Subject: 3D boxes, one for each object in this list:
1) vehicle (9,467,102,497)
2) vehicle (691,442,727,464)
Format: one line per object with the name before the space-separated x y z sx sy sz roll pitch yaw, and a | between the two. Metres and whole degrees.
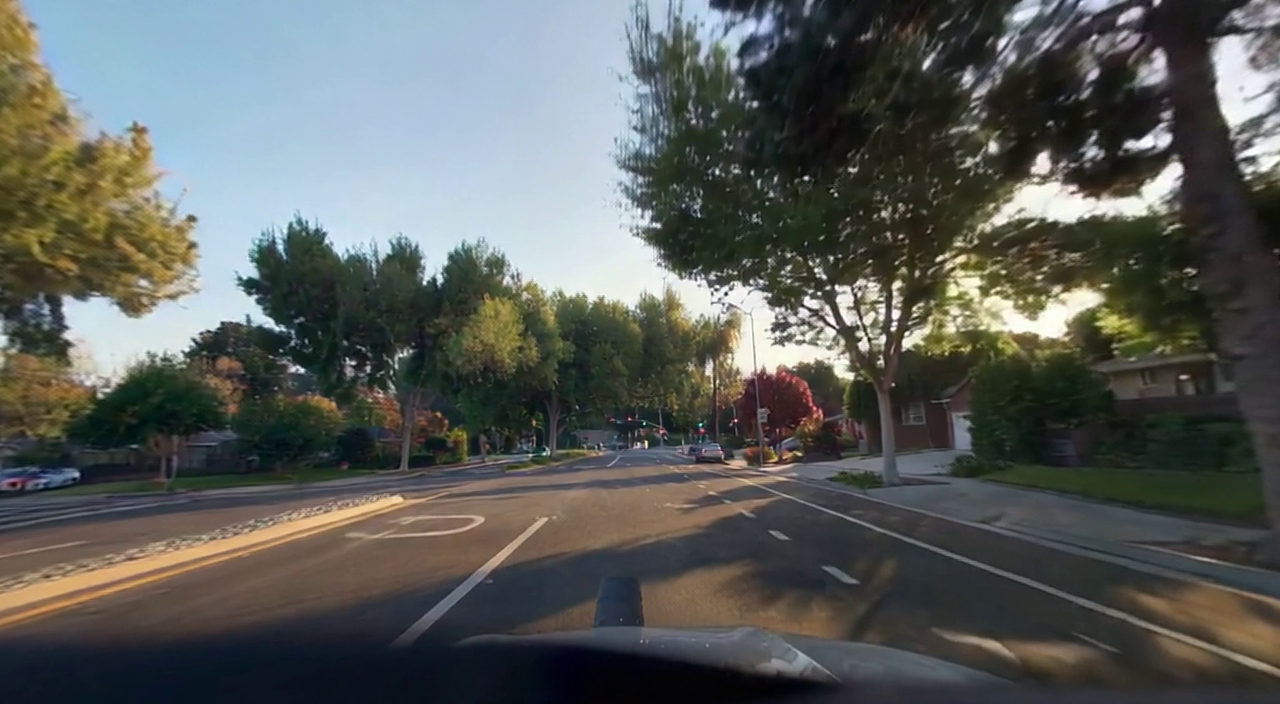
vehicle | -33.123 7.376 35.951 1.713 1.466 3.614 -1 -9 2
vehicle | 4.864 7.215 45.156 1.917 1.440 4.335 0 -9 -2
